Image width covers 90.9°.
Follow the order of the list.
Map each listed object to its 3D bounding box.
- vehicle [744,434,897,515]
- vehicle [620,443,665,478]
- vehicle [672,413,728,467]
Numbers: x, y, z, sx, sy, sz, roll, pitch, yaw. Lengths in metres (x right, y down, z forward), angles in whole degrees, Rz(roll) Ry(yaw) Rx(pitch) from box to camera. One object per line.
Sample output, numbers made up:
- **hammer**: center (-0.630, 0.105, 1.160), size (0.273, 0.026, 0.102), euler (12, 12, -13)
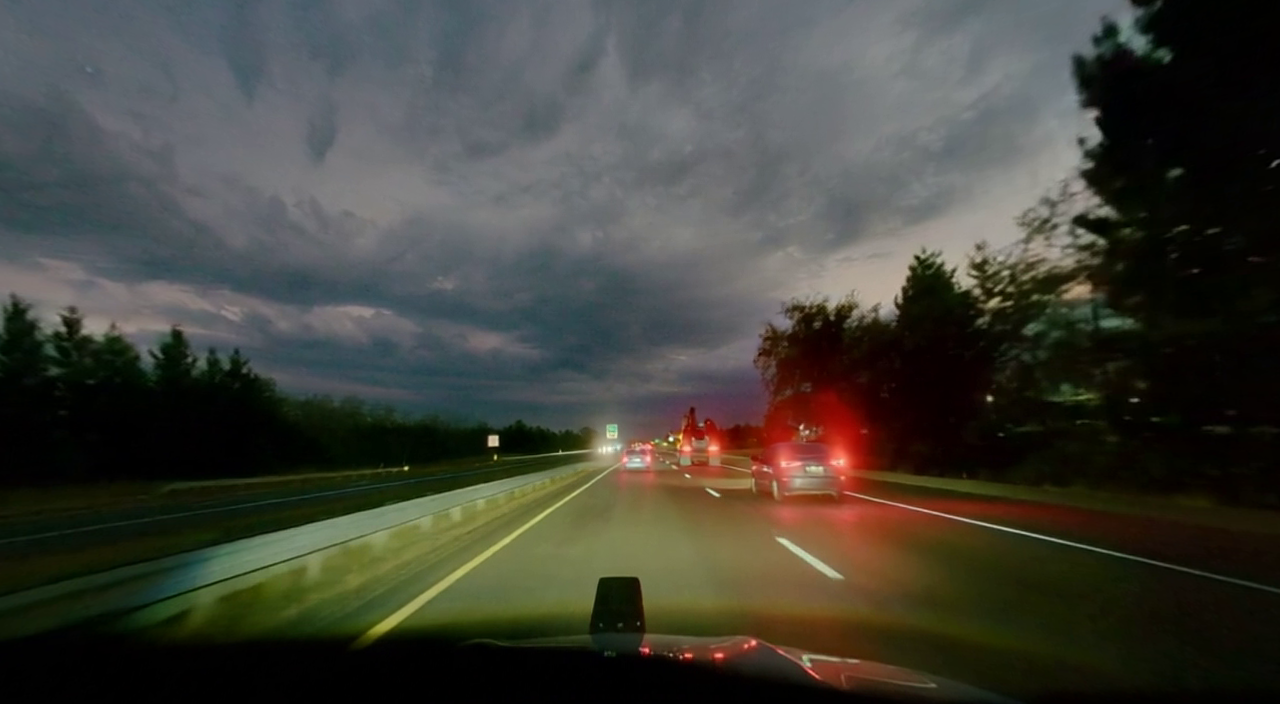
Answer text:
- **vehicle**: center (3.754, 2.635, 13.980), size (2.168, 1.529, 3.883), euler (0, -9, -1)
- **vehicle**: center (0.082, 5.246, 30.675), size (2.045, 1.527, 4.023), euler (0, -9, -1)
- **vehicle**: center (4.243, 6.528, 46.297), size (3.089, 3.568, 8.101), euler (0, -9, -2)
